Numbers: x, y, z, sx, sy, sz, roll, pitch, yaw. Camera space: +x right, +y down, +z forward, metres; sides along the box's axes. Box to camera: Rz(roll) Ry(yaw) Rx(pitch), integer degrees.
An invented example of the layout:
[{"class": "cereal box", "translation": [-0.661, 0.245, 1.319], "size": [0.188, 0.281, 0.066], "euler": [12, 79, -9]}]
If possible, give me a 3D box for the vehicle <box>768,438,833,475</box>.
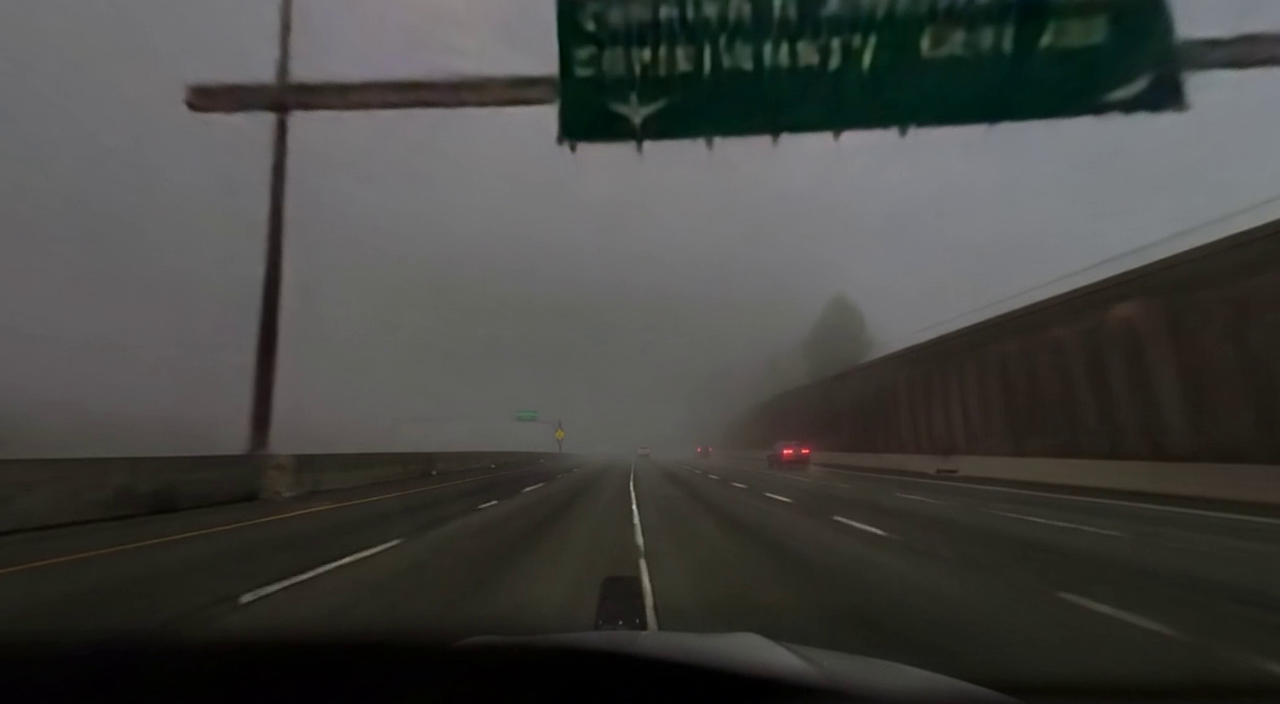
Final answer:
[{"class": "vehicle", "translation": [8.303, 5.442, 33.053], "size": [2.167, 1.781, 4.340], "euler": [0, -9, -1]}]
